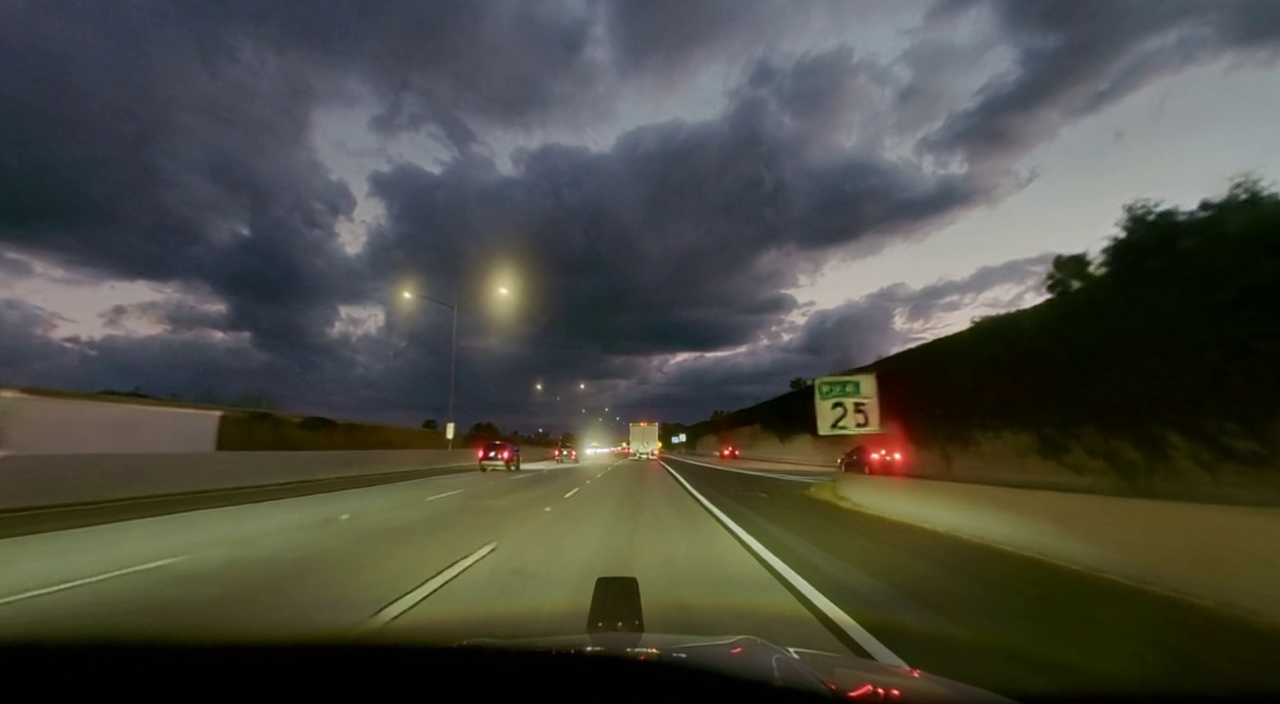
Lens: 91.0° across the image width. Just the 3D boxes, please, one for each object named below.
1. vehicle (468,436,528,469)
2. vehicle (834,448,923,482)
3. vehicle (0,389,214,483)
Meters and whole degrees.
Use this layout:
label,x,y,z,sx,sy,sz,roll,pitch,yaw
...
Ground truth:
label,x,y,z,sx,sy,sz,roll,pitch,yaw
vehicle,-9.790,7.017,44.136,2.571,2.169,6.443,0,-9,1
vehicle,11.318,5.374,30.297,2.075,1.510,4.569,1,-9,-7
vehicle,-29.472,4.595,33.470,3.033,4.087,15.130,0,-9,0
